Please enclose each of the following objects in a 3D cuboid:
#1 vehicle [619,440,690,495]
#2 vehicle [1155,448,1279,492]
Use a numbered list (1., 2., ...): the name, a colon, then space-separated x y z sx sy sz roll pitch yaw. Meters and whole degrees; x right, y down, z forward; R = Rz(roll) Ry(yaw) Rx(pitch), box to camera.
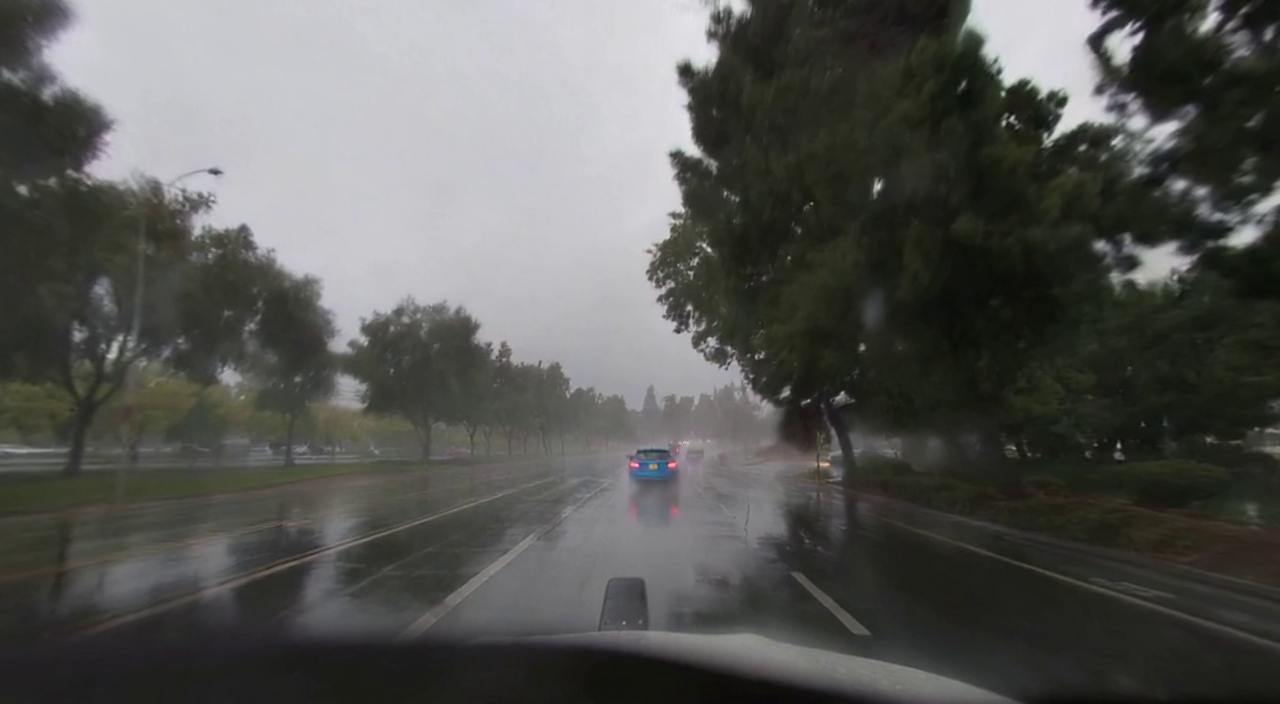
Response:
1. vehicle: 0.417 3.575 19.836 2.010 1.535 3.735 0 -9 0
2. vehicle: 23.528 4.677 25.155 4.013 1.505 1.989 -3 -8 4
